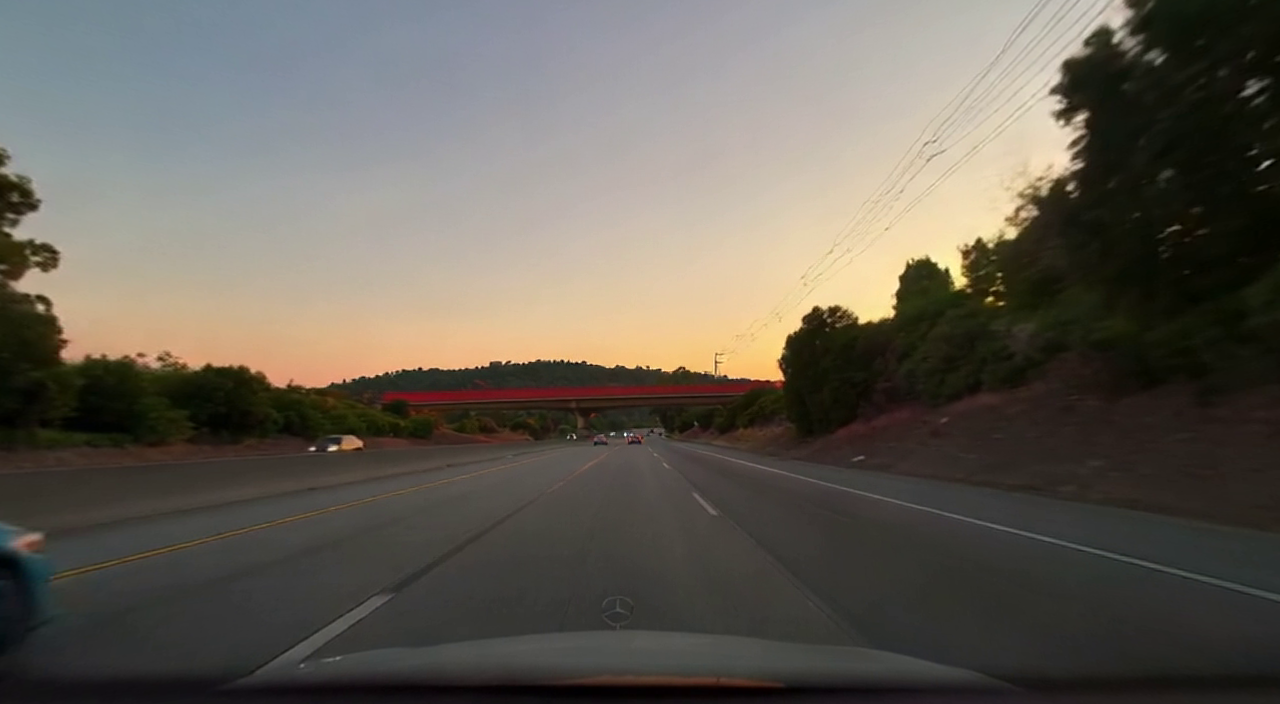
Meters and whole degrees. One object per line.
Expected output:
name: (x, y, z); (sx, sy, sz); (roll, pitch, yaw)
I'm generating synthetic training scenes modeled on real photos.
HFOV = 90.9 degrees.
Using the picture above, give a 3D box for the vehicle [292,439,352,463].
vehicle: (-20.562, 6.402, 40.947); (1.847, 1.443, 4.064); (0, -8, 0)
